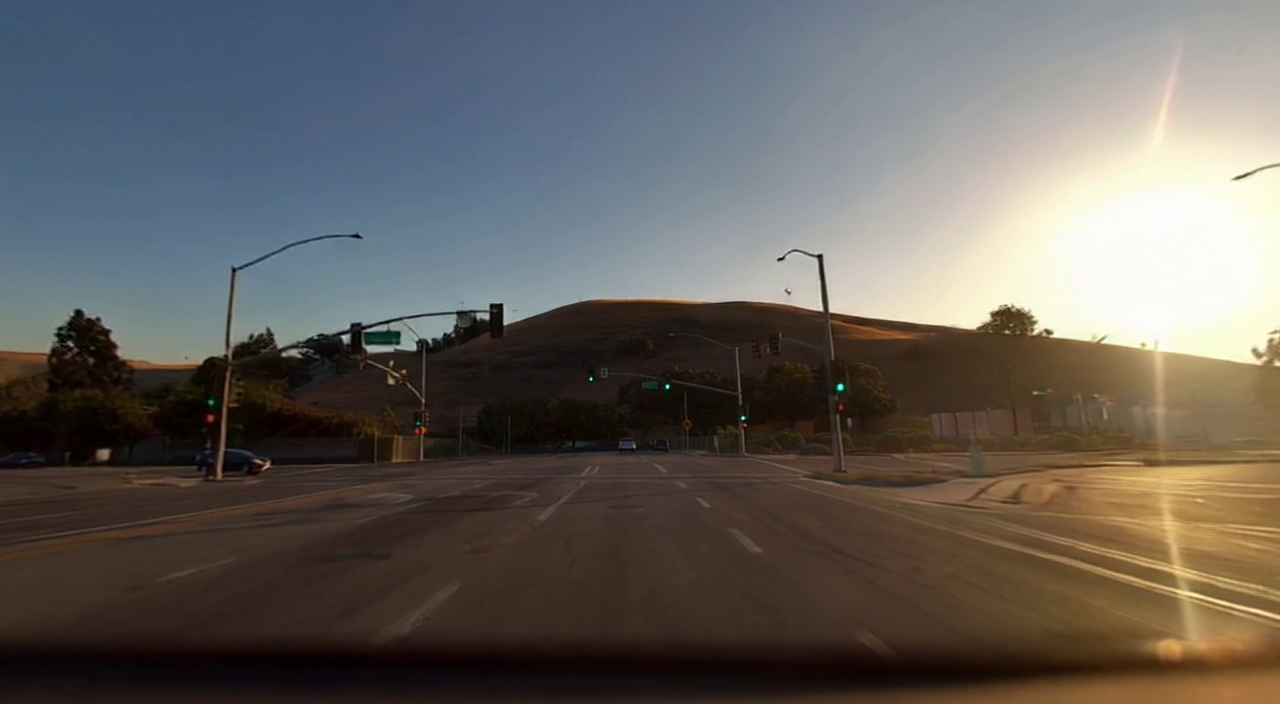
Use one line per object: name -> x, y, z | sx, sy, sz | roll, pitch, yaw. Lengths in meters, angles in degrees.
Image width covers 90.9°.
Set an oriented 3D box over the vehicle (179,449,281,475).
vehicle -> -23.344, 6.241, 35.950 | 4.518, 1.423, 1.888 | 0, -9, 3
